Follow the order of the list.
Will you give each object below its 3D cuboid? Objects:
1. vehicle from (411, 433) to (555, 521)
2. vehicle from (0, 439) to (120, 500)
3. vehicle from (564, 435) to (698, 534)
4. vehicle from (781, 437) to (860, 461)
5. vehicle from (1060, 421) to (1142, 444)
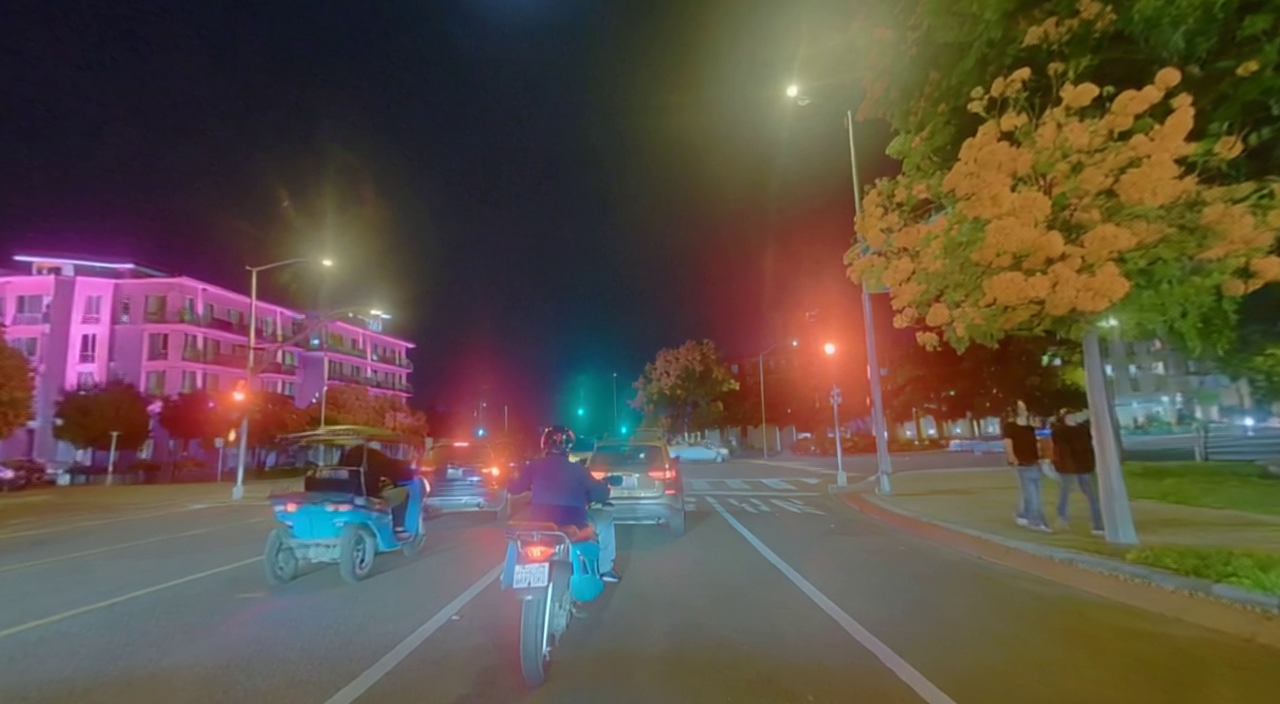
[{"bbox_3d":[-3.198,2.645,13.822,1.935,1.615,4.073,-1,-9,3],"label":"vehicle"},{"bbox_3d":[-28.937,5.705,30.339,5.890,2.393,2.346,-5,-7,1],"label":"vehicle"},{"bbox_3d":[-0.100,2.321,11.618,2.025,1.458,4.085,-1,-9,1],"label":"vehicle"},{"bbox_3d":[11.386,6.169,40.126,1.862,1.456,4.661,6,-11,-34],"label":"vehicle"},{"bbox_3d":[30.789,5.396,42.153,1.751,1.420,4.027,8,-12,-43],"label":"vehicle"}]
